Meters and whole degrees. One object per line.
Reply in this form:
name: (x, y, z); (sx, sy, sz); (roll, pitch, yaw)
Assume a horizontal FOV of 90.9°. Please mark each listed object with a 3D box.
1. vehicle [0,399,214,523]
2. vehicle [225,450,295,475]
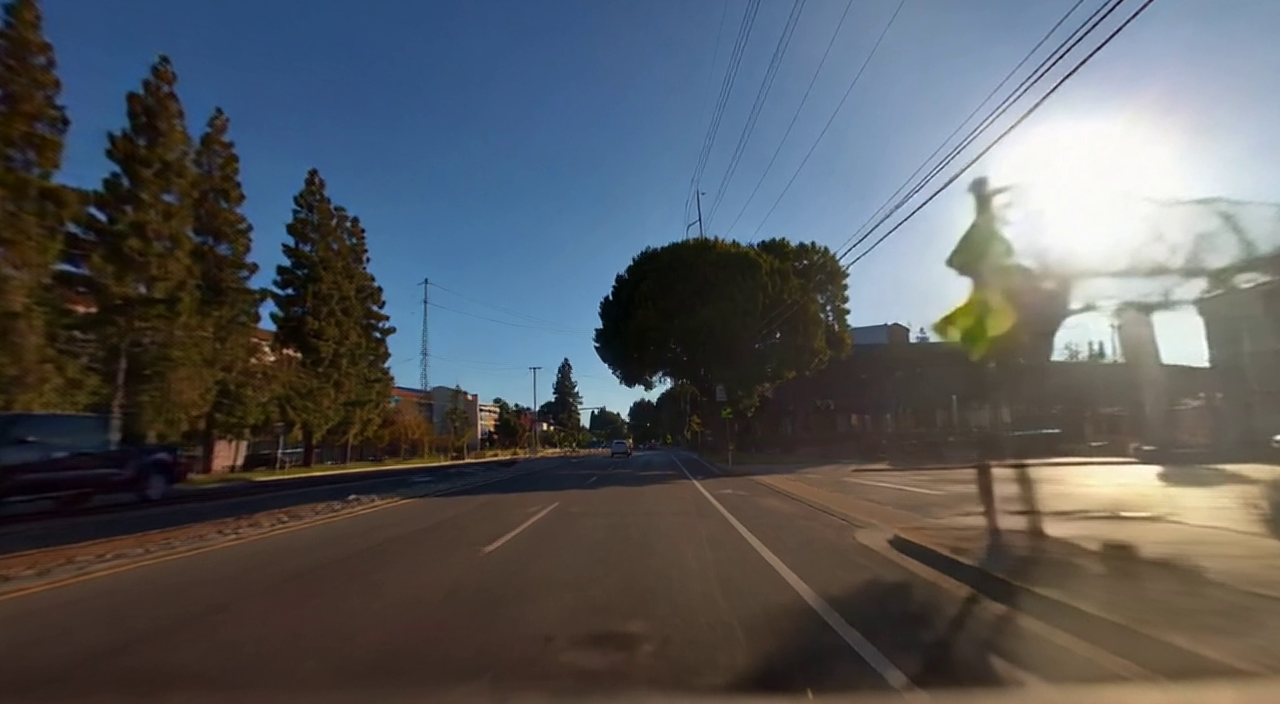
vehicle: (-12.961, 2.288, 13.550); (2.798, 2.249, 6.296); (-1, -8, 5)
vehicle: (-24.949, 7.256, 41.526); (1.805, 1.461, 4.321); (0, -8, 2)
